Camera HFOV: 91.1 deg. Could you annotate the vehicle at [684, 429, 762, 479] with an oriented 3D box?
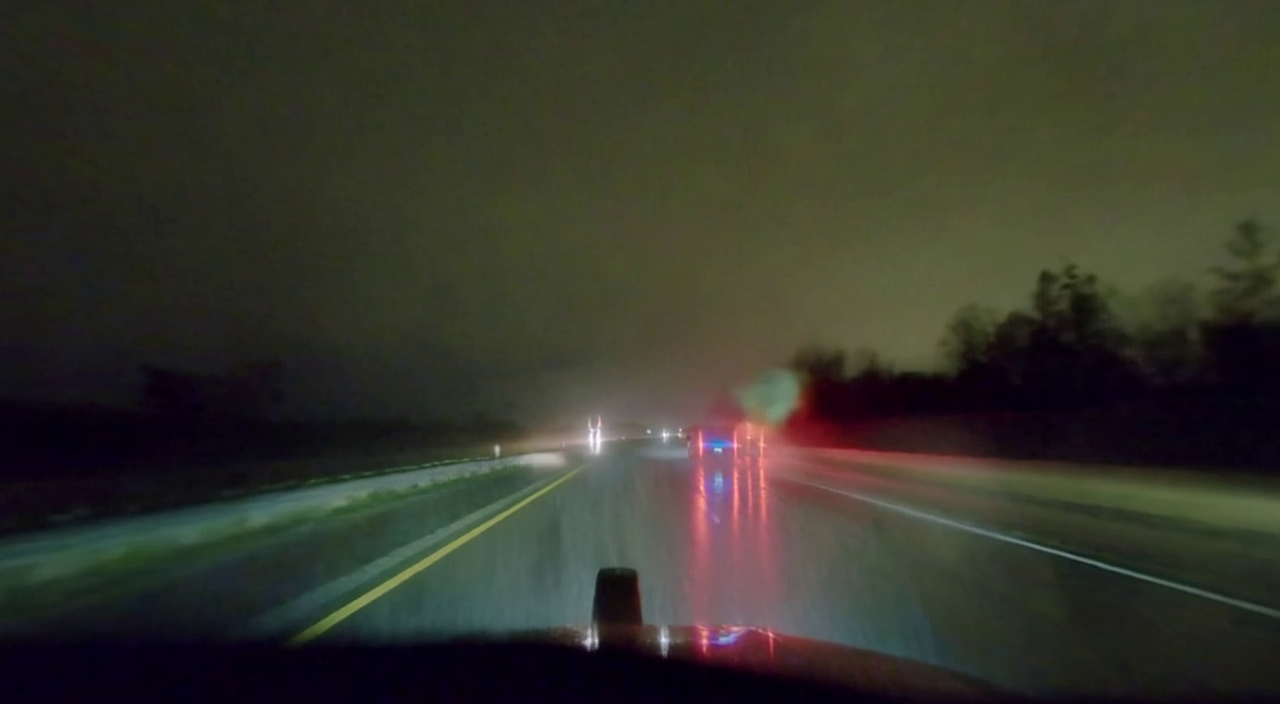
[{"bbox_3d":[2.817,3.599,22.450,2.084,1.583,4.420,0,-8,-1],"label":"vehicle"}]
